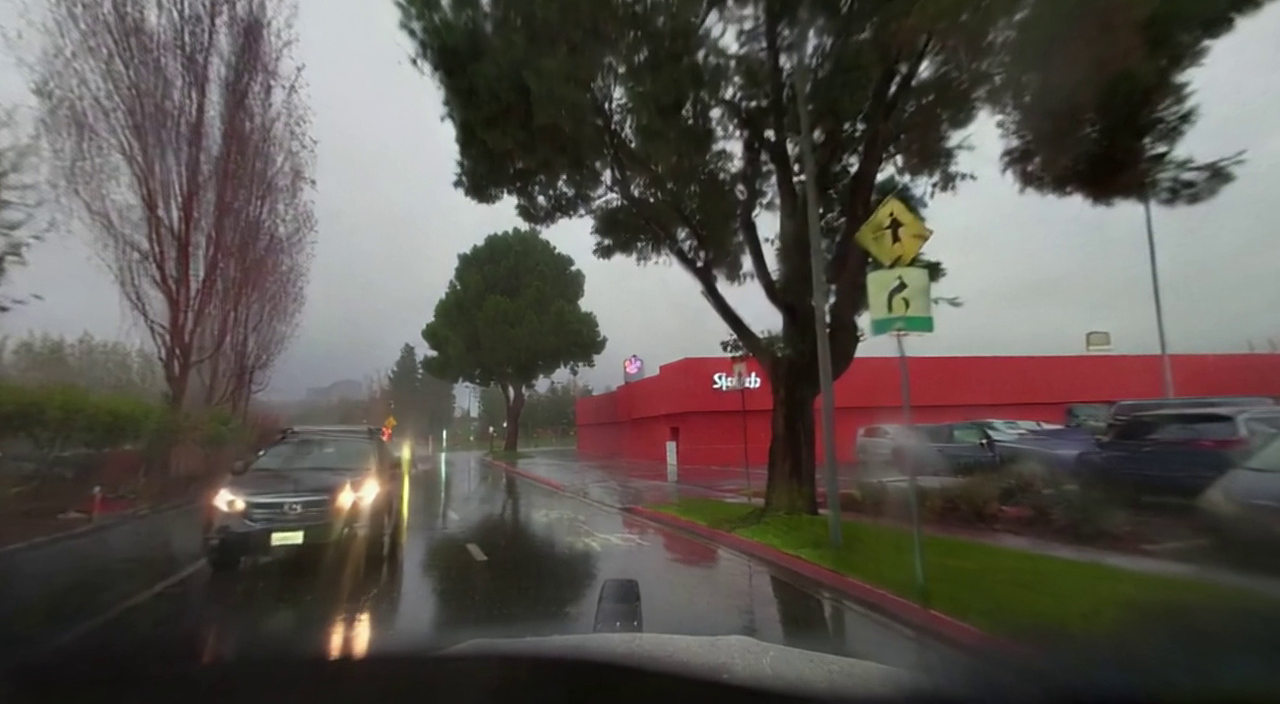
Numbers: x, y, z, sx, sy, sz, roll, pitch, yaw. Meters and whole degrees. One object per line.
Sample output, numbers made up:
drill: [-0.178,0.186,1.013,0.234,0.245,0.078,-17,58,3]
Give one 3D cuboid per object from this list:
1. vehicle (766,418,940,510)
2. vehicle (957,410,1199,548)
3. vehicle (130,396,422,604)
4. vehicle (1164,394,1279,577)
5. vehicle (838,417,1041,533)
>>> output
vehicle: [4.671,2.340,13.648,3.575,1.473,1.785,0,-8,-39]
vehicle: [6.108,1.604,8.642,3.577,1.455,1.925,7,-11,-43]
vehicle: [-3.926,1.573,7.719,2.065,1.773,4.128,2,-8,-16]
vehicle: [6.586,1.189,6.023,3.543,1.440,1.911,7,-11,-44]
vehicle: [5.257,1.994,10.860,3.556,1.441,1.935,2,-9,-45]
